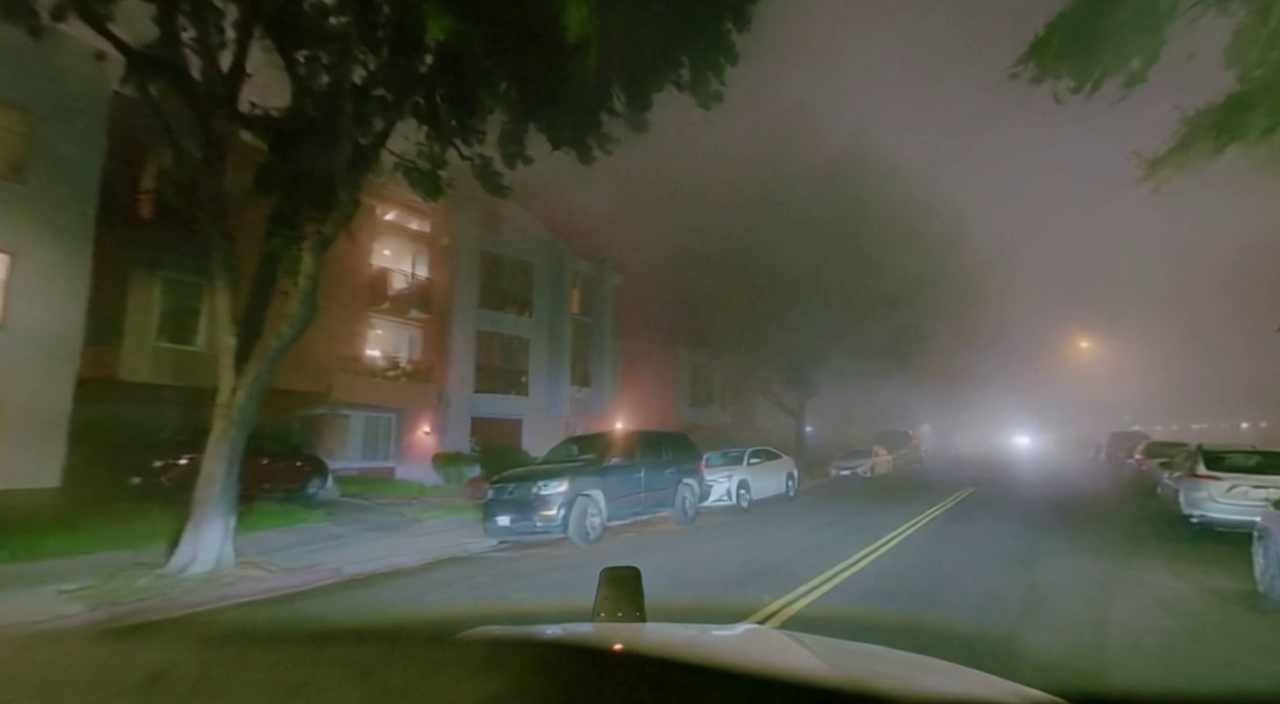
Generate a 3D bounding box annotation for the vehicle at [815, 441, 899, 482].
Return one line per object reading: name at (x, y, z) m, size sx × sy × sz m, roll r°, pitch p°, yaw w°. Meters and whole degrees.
vehicle at (8.649, 4.270, 24.947) m, size 1.921 × 1.463 × 4.313 m, roll -6°, pitch -10°, yaw 35°

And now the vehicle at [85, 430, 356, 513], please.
vehicle at (-8.734, 2.495, 13.799) m, size 1.812 × 1.458 × 4.714 m, roll -3°, pitch -9°, yaw 19°

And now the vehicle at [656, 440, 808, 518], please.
vehicle at (2.384, 2.906, 15.174) m, size 1.902 × 1.478 × 4.696 m, roll -6°, pitch -9°, yaw 30°

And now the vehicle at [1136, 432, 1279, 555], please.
vehicle at (9.001, 1.944, 9.302) m, size 2.084 × 1.441 × 4.402 m, roll -5°, pitch -10°, yaw 31°

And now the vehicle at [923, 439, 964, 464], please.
vehicle at (20.229, 6.581, 41.999) m, size 1.939 × 1.513 × 4.401 m, roll -5°, pitch -10°, yaw 31°

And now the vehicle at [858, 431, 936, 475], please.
vehicle at (12.366, 4.752, 30.158) m, size 2.229 × 1.869 × 5.791 m, roll -7°, pitch -10°, yaw 33°

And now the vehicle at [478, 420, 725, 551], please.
vehicle at (-0.396, 2.166, 11.008) m, size 1.946 × 1.744 × 4.584 m, roll -5°, pitch -10°, yaw 32°
